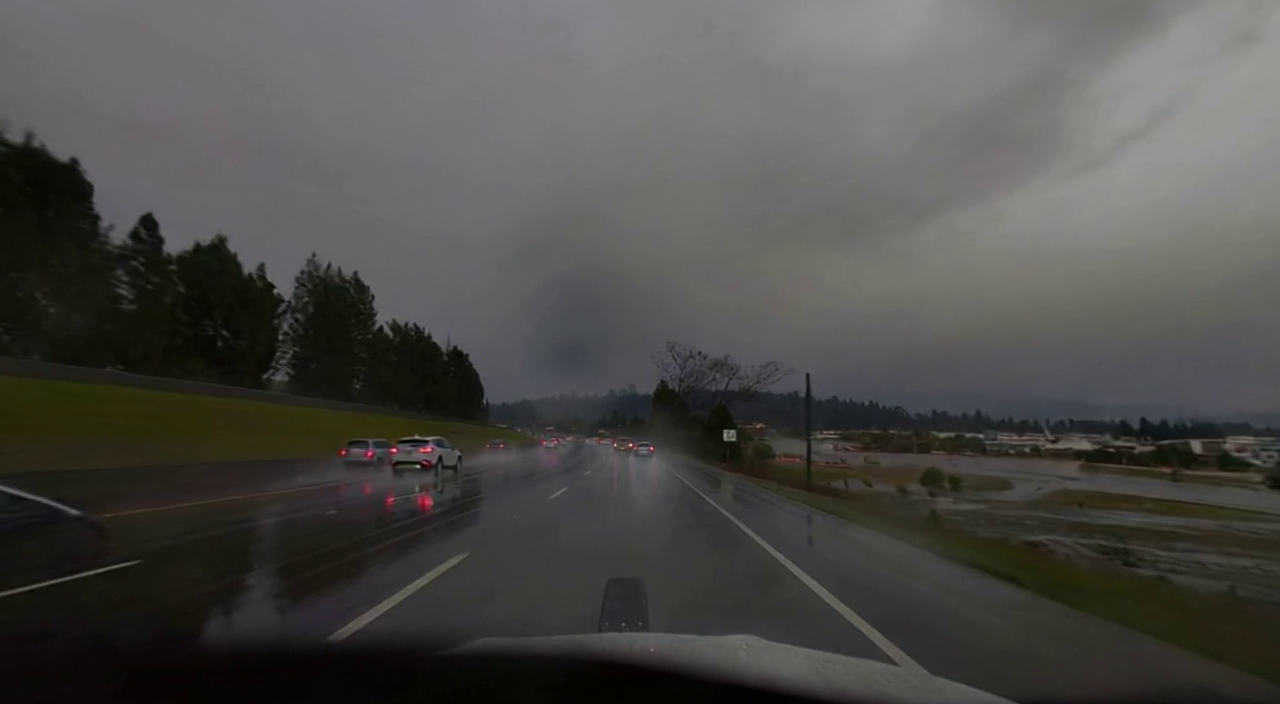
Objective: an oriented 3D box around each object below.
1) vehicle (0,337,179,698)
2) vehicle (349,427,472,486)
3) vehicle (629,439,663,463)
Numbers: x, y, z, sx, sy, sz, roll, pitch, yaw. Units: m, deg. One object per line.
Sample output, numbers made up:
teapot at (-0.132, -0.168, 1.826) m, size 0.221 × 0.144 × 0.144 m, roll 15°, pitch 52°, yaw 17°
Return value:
vehicle at (-4.274, 0.591, 1.574) m, size 2.171 × 1.759 × 5.219 m, roll 0°, pitch -8°, yaw 1°
vehicle at (-7.494, 3.476, 21.189) m, size 2.238 × 1.712 × 5.000 m, roll 0°, pitch -8°, yaw 0°
vehicle at (0.337, 6.351, 40.370) m, size 2.060 × 1.465 × 3.974 m, roll 0°, pitch -8°, yaw -2°
